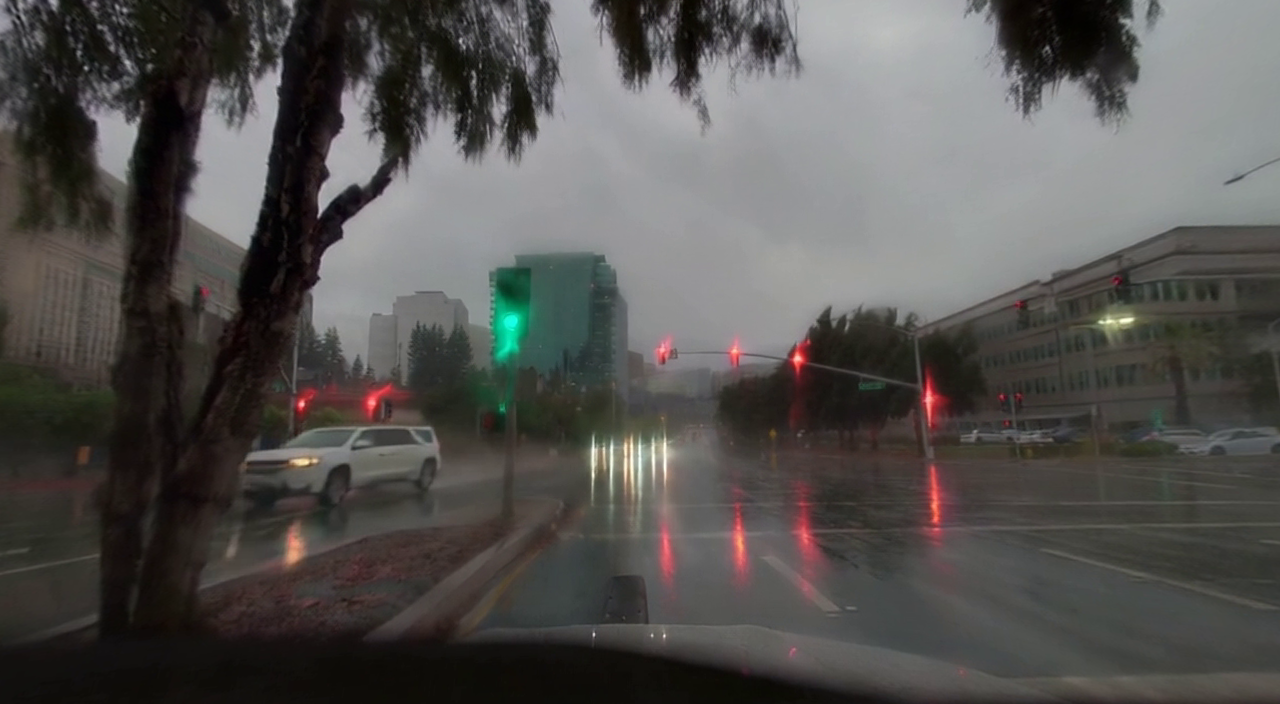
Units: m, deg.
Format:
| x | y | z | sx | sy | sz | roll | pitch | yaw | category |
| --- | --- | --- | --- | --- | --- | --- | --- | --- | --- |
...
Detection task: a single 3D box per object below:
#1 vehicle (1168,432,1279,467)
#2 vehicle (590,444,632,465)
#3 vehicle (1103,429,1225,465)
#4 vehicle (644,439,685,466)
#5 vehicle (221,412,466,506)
| x | y | z | sx | sy | sz | roll | pitch | yaw | category |
| --- | --- | --- | --- | --- | --- | --- | --- | --- | --- |
| 26.285 | 4.284 | 27.827 | 4.644 | 1.470 | 1.922 | 1 | -8 | -10 | vehicle |
| -2.035 | 7.360 | 45.490 | 2.076 | 1.476 | 3.873 | -2 | -8 | 12 | vehicle |
| 25.935 | 4.698 | 31.285 | 4.441 | 1.674 | 2.035 | 1 | -8 | -8 | vehicle |
| 1.746 | 6.835 | 43.176 | 2.197 | 1.739 | 4.177 | -2 | -8 | 10 | vehicle |
| -8.384 | 3.221 | 19.698 | 2.775 | 2.246 | 9.043 | -1 | -8 | 4 | vehicle |
